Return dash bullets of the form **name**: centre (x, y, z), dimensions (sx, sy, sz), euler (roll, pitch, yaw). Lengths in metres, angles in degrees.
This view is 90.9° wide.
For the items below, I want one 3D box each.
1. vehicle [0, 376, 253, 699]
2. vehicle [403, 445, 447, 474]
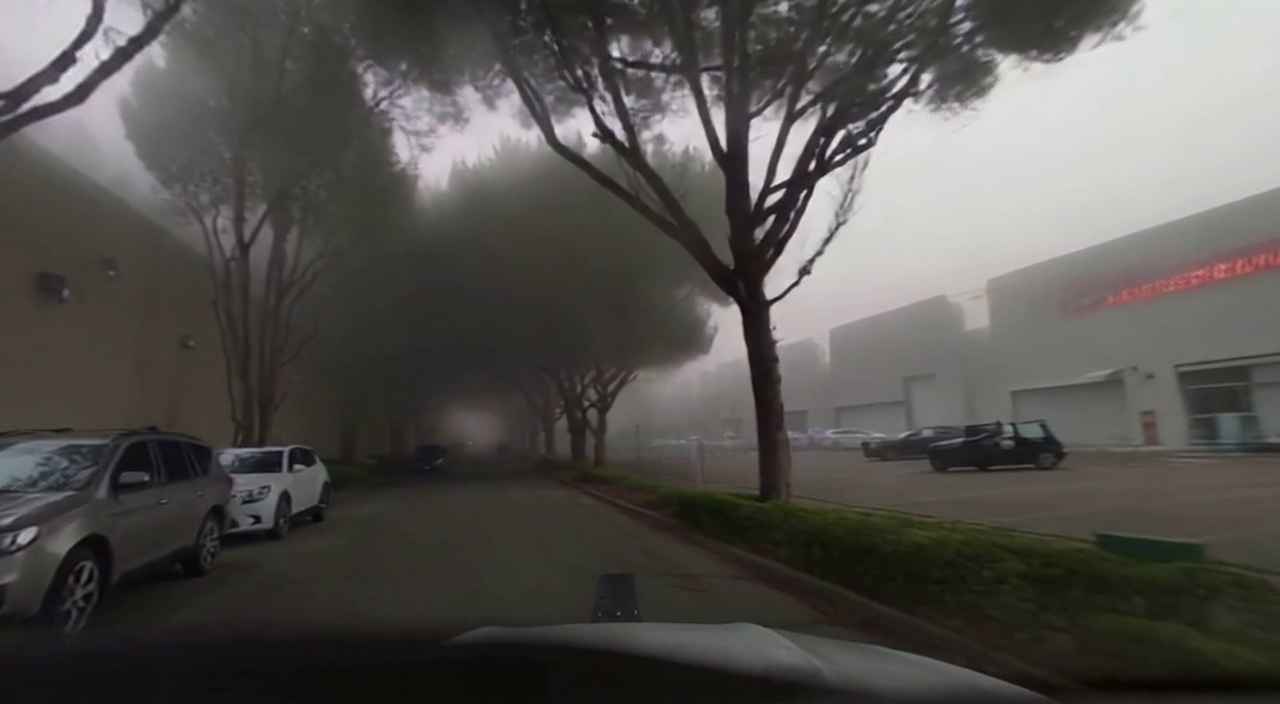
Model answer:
- **vehicle**: centre (-4.894, 1.323, 4.982), dimensions (1.902, 1.712, 4.729), euler (-1, -9, -16)
- **vehicle**: centre (-12.984, 6.538, 38.218), dimensions (2.040, 1.501, 4.440), euler (-2, -9, -13)
